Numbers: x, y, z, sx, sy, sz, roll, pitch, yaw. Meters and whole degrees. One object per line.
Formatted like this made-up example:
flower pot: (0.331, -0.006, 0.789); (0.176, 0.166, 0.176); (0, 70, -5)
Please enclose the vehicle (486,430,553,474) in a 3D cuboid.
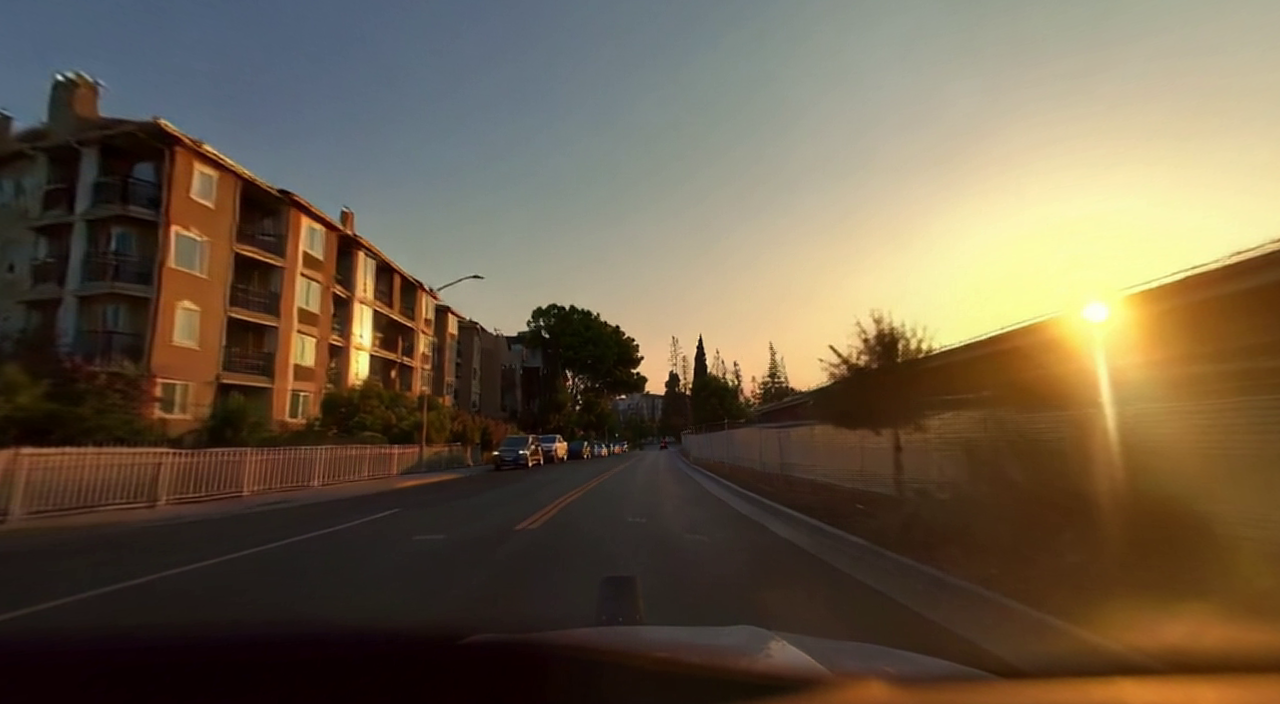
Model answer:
vehicle: (-5.954, 5.020, 31.958); (2.192, 1.965, 4.917); (2, -8, 3)
